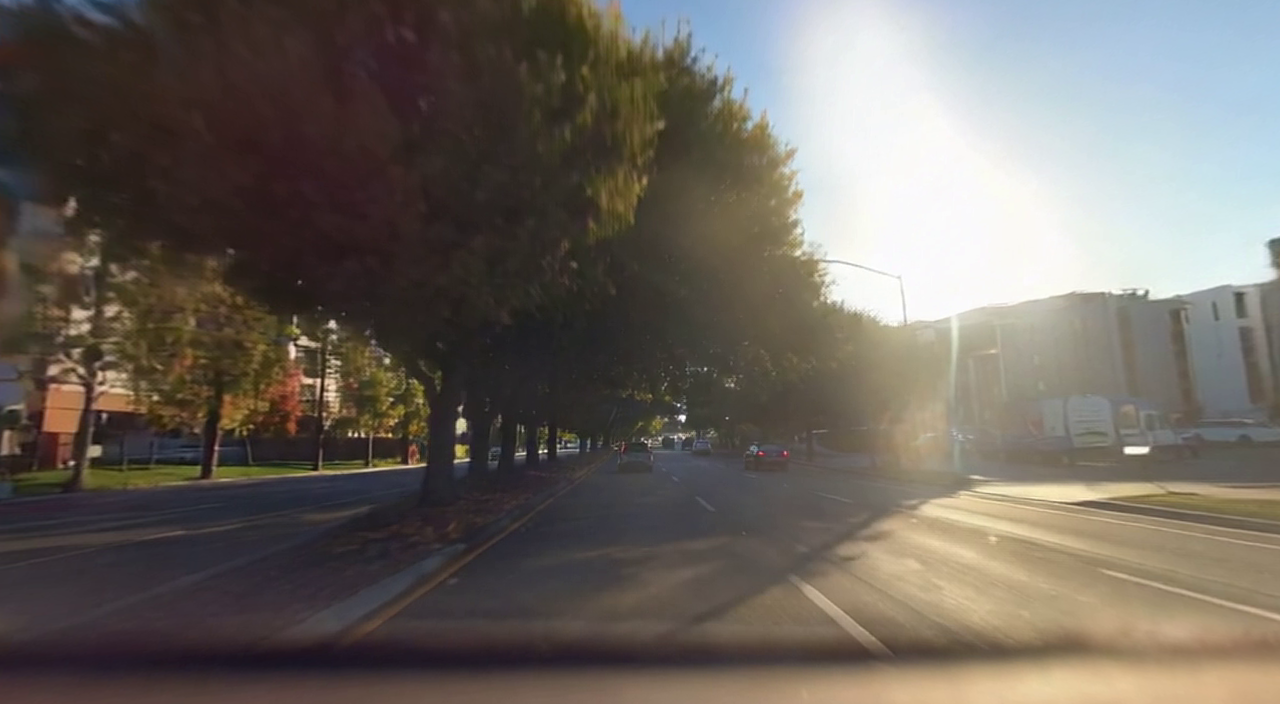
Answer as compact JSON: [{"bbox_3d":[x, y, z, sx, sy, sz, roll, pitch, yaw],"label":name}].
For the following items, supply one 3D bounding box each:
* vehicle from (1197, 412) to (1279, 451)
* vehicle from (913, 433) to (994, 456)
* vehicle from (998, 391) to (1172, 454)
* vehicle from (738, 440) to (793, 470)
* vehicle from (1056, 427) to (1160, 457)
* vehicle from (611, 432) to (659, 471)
[{"bbox_3d":[36.596,4.814,37.902,2.004,2.133,4.736,0,-8,2],"label":"vehicle"},{"bbox_3d":[20.837,6.163,42.098,4.249,1.420,2.039,0,-8,-1],"label":"vehicle"},{"bbox_3d":[23.936,3.847,34.290,7.258,3.283,2.680,0,-8,0],"label":"vehicle"},{"bbox_3d":[6.858,5.673,35.032,2.029,1.548,4.422,0,-8,-2],"label":"vehicle"},{"bbox_3d":[23.325,4.508,31.576,3.651,1.409,1.857,0,-8,1],"label":"vehicle"},{"bbox_3d":[-0.275,4.931,31.437,2.227,1.794,4.457,0,-8,-1],"label":"vehicle"}]
